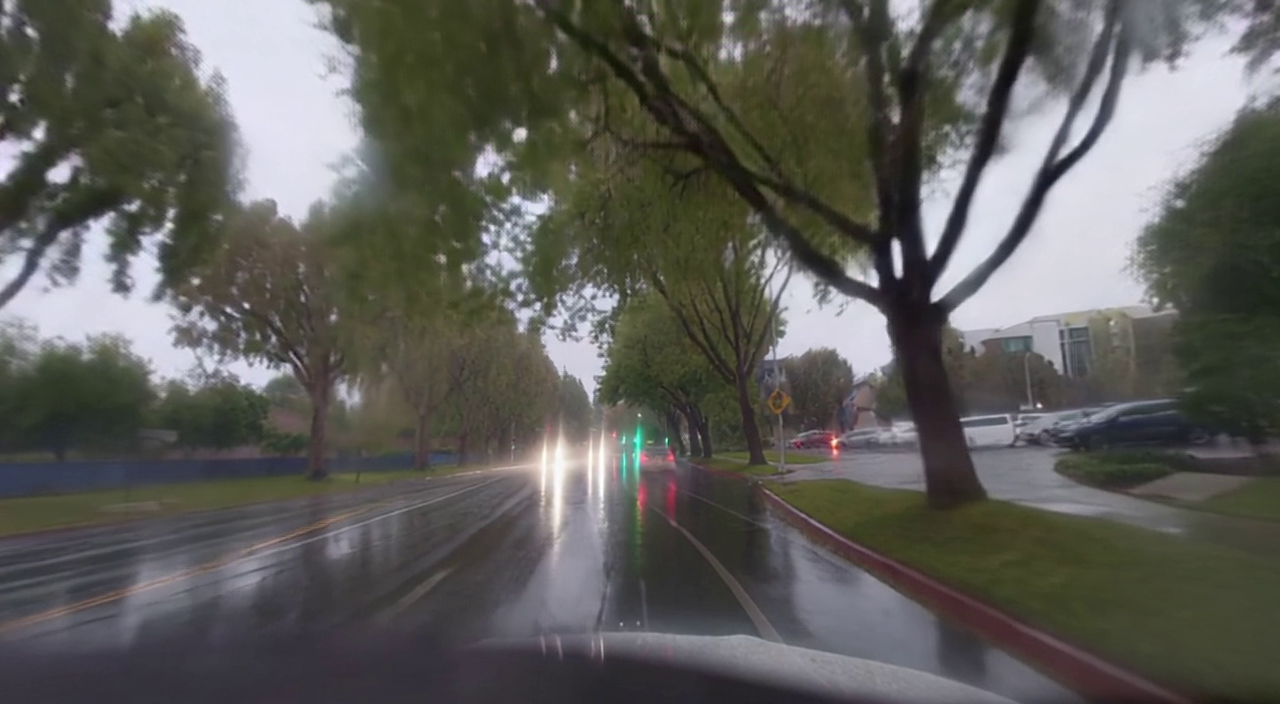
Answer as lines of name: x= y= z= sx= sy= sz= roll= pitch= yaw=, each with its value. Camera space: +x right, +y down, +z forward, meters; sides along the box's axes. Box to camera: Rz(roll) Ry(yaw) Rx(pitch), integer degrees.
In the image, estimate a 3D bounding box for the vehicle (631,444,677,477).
vehicle: x=0.687 y=5.293 z=31.186 sx=2.111 sy=1.466 sz=4.223 roll=-1 pitch=-8 yaw=2
